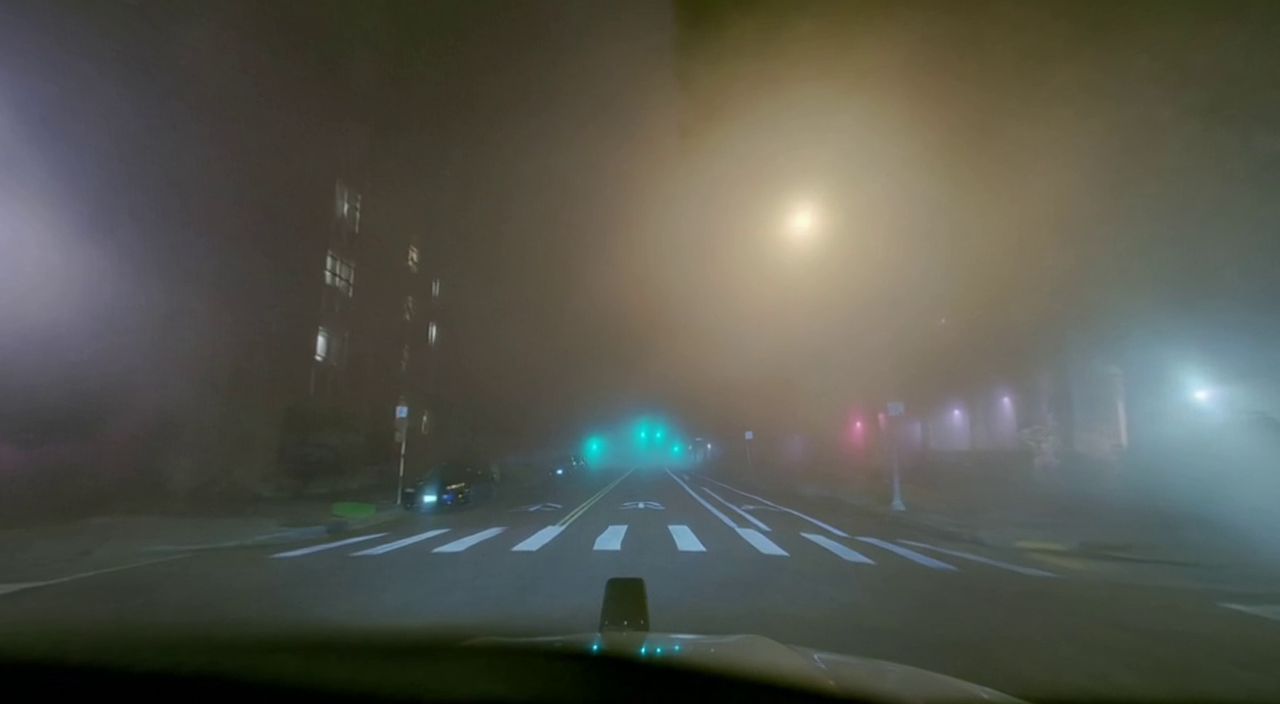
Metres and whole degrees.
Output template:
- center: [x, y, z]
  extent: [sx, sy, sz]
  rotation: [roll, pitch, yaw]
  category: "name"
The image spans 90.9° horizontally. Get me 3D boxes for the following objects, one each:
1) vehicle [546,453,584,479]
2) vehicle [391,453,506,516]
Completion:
- center: [-5.467, 8.380, 46.535]
  extent: [2.147, 1.701, 4.879]
  rotation: [0, -8, 1]
  category: "vehicle"
- center: [-5.815, 4.053, 19.860]
  extent: [2.223, 1.658, 4.621]
  rotation: [0, -8, 0]
  category: "vehicle"
